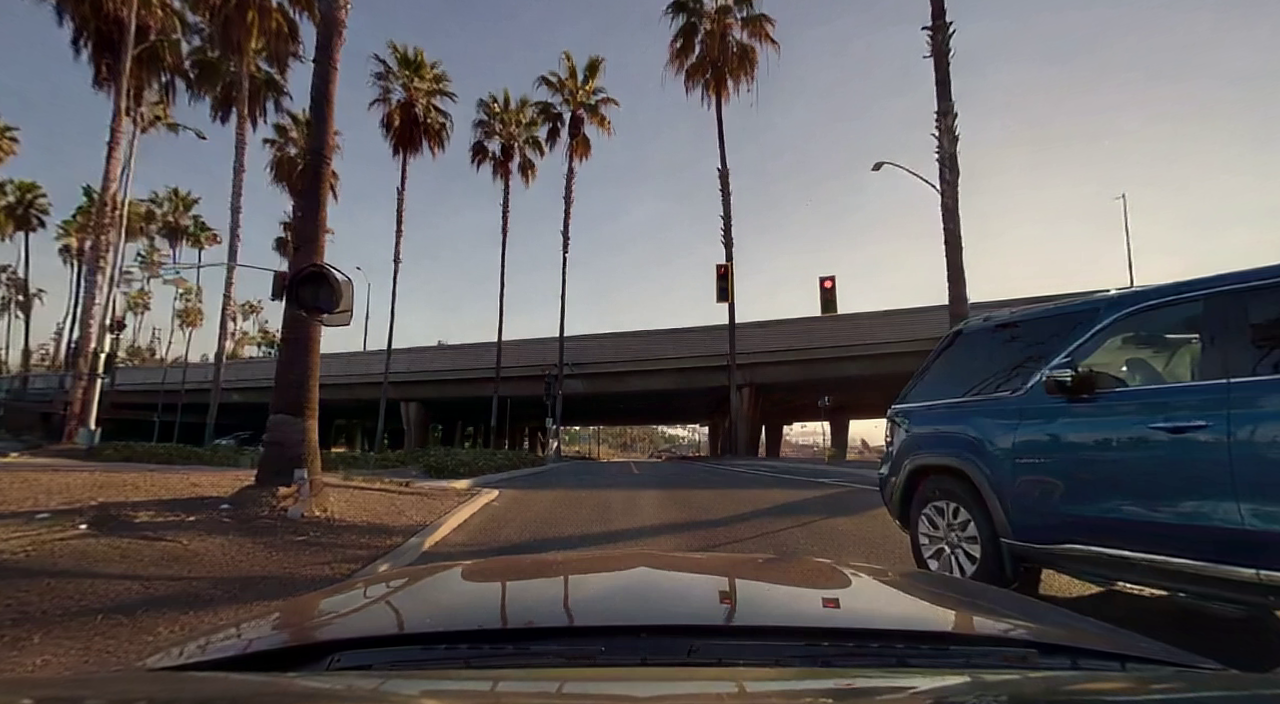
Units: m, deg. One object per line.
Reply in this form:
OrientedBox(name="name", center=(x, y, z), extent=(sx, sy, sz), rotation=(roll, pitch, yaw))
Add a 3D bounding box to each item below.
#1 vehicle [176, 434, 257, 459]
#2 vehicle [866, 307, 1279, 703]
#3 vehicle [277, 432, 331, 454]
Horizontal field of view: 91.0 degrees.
OrientedBox(name="vehicle", center=(-26.499, 5.925, 39.582), extent=(1.830, 1.443, 4.551), rotation=(0, -9, 2))
OrientedBox(name="vehicle", center=(3.452, 1.014, 4.328), extent=(2.028, 1.770, 4.737), rotation=(0, -9, 0))
OrientedBox(name="vehicle", center=(-26.193, 7.135, 49.199), extent=(1.941, 1.631, 4.017), rotation=(0, -9, 0))
